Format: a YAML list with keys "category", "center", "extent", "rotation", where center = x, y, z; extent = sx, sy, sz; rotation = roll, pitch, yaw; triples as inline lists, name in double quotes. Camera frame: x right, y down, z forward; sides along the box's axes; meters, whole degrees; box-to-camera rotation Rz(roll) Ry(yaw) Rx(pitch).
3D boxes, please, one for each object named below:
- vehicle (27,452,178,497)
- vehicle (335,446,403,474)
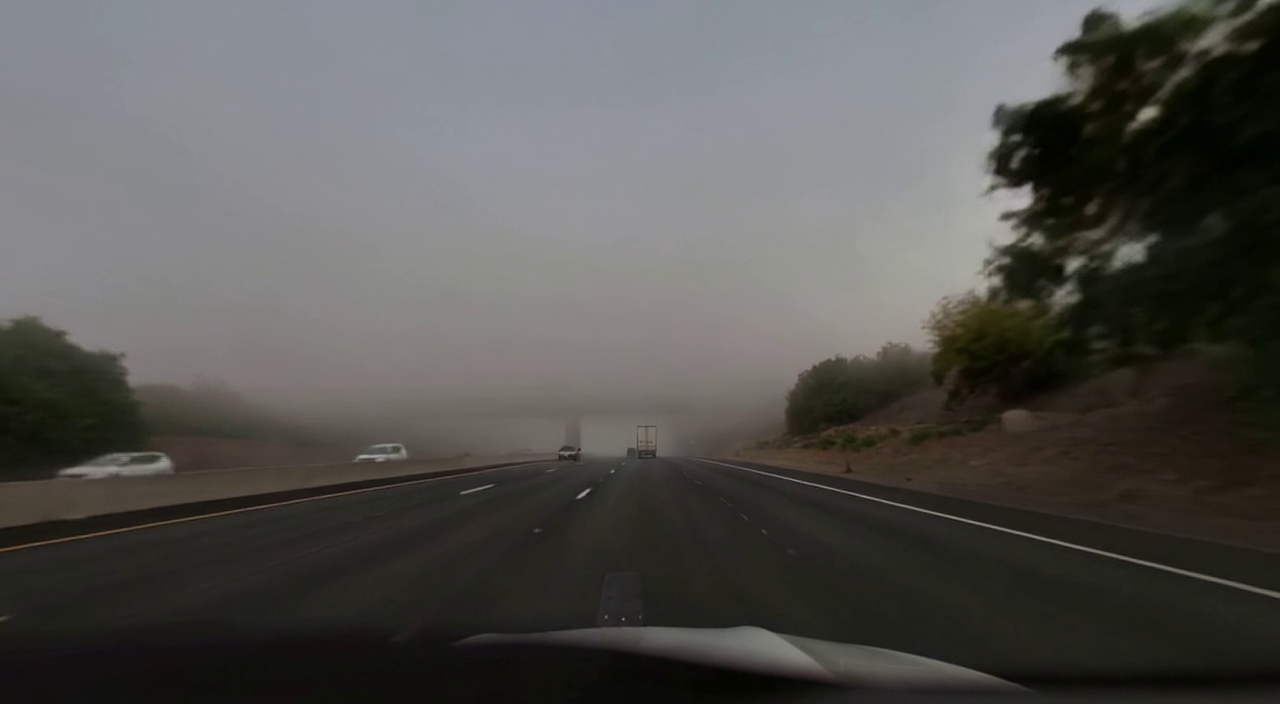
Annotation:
- category: "vehicle"
  center: [-24.976, 5.676, 29.691]
  extent: [2.098, 1.822, 5.501]
  rotation: [-1, -8, 3]
- category: "vehicle"
  center: [-16.157, 6.439, 37.880]
  extent: [2.009, 1.568, 4.433]
  rotation: [0, -8, 1]
